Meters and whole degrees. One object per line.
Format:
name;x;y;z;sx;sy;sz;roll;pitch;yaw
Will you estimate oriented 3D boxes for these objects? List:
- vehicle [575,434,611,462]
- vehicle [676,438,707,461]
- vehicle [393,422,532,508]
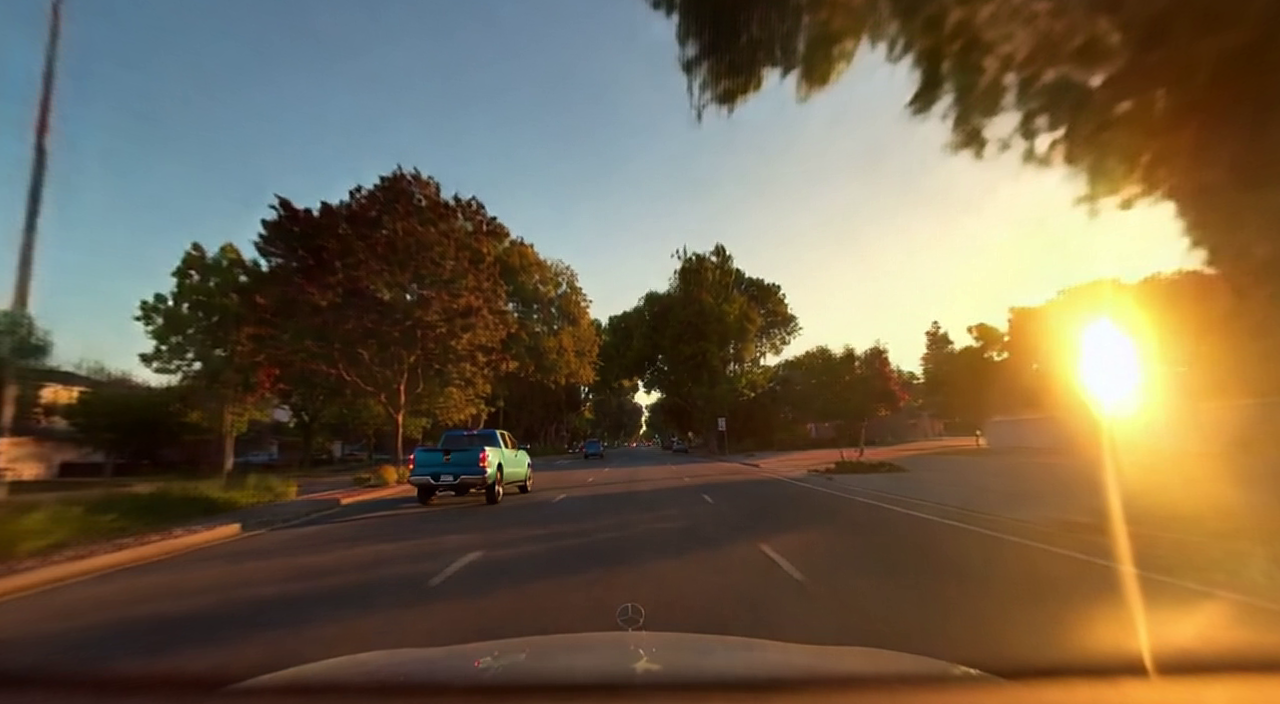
vehicle;-3.451;7.125;46.720;2.230;1.987;4.385;0;-8;1
vehicle;3.955;7.562;48.913;2.016;1.736;4.356;0;-8;0
vehicle;-4.081;2.694;15.453;2.002;1.747;4.728;0;-8;0
